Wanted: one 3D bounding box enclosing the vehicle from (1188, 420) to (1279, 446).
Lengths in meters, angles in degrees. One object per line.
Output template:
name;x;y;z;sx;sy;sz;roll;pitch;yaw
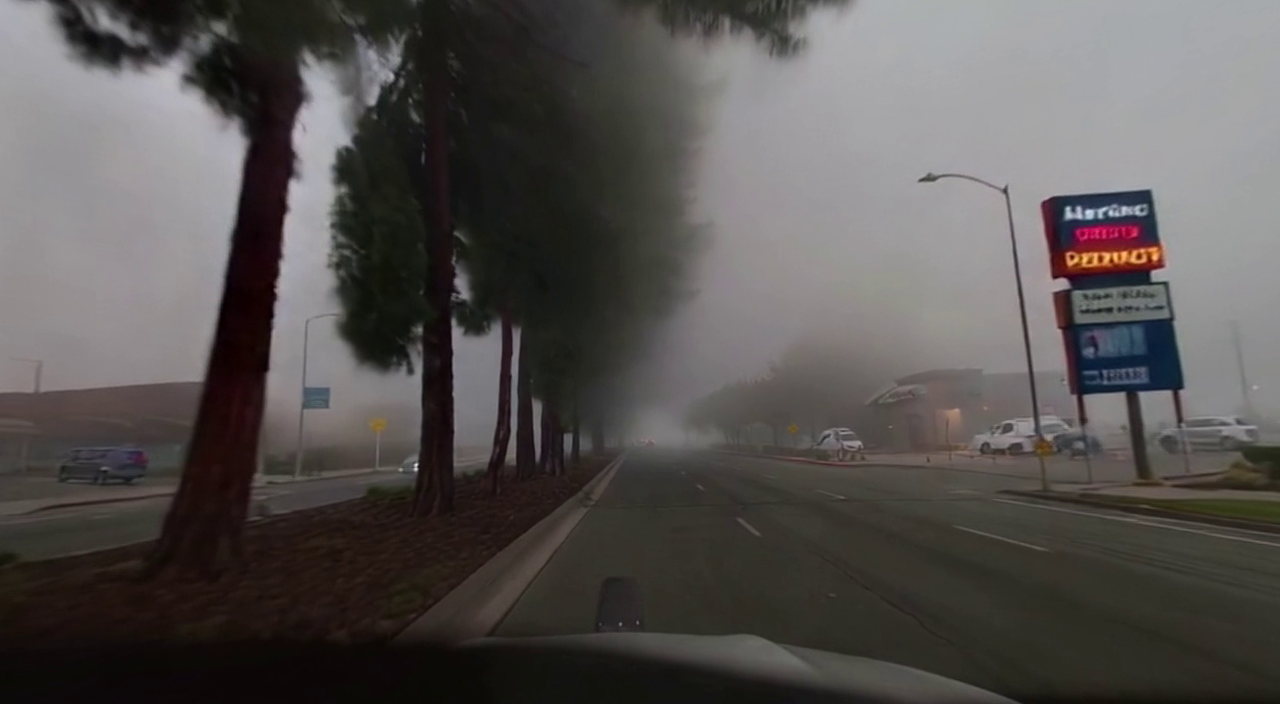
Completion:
vehicle;34.734;4.673;36.340;4.571;1.486;1.881;0;-8;0

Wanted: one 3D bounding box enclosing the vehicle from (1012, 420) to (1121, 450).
vehicle;21.935;4.301;32.631;4.171;1.492;1.999;0;-8;2

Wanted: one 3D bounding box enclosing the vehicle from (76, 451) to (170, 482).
vehicle;-26.260;5.763;32.084;4.316;1.464;1.771;-4;-9;23

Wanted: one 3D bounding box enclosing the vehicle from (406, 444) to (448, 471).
vehicle;-12.621;6.251;37.652;2.090;1.502;4.767;2;-9;-16
